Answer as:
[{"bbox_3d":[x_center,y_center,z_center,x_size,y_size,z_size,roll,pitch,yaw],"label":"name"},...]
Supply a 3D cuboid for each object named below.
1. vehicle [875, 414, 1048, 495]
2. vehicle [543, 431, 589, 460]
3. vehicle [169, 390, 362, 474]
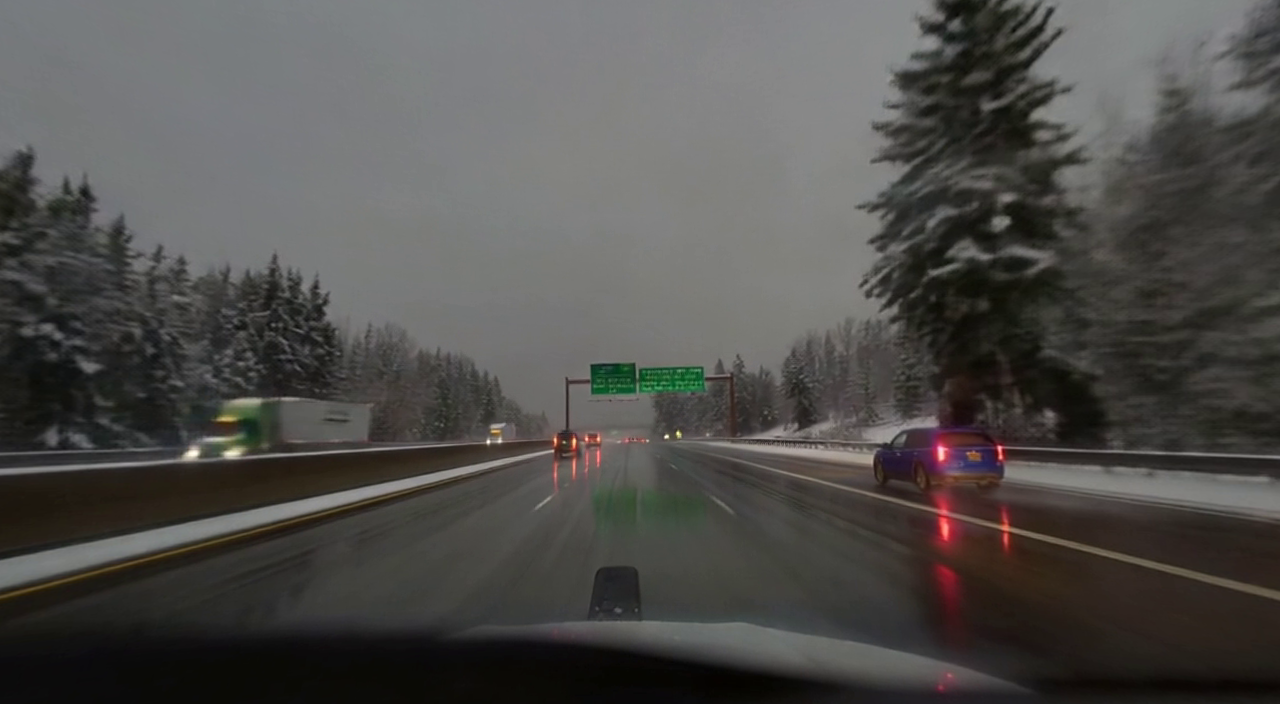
[{"bbox_3d":[7.363,2.372,14.925,1.956,1.634,3.935,0,-8,-1],"label":"vehicle"},{"bbox_3d":[-3.948,5.030,34.125,2.032,1.465,4.316,0,-8,-1],"label":"vehicle"},{"bbox_3d":[-21.522,4.840,37.946,3.227,4.116,13.948,0,-8,-1],"label":"vehicle"}]
